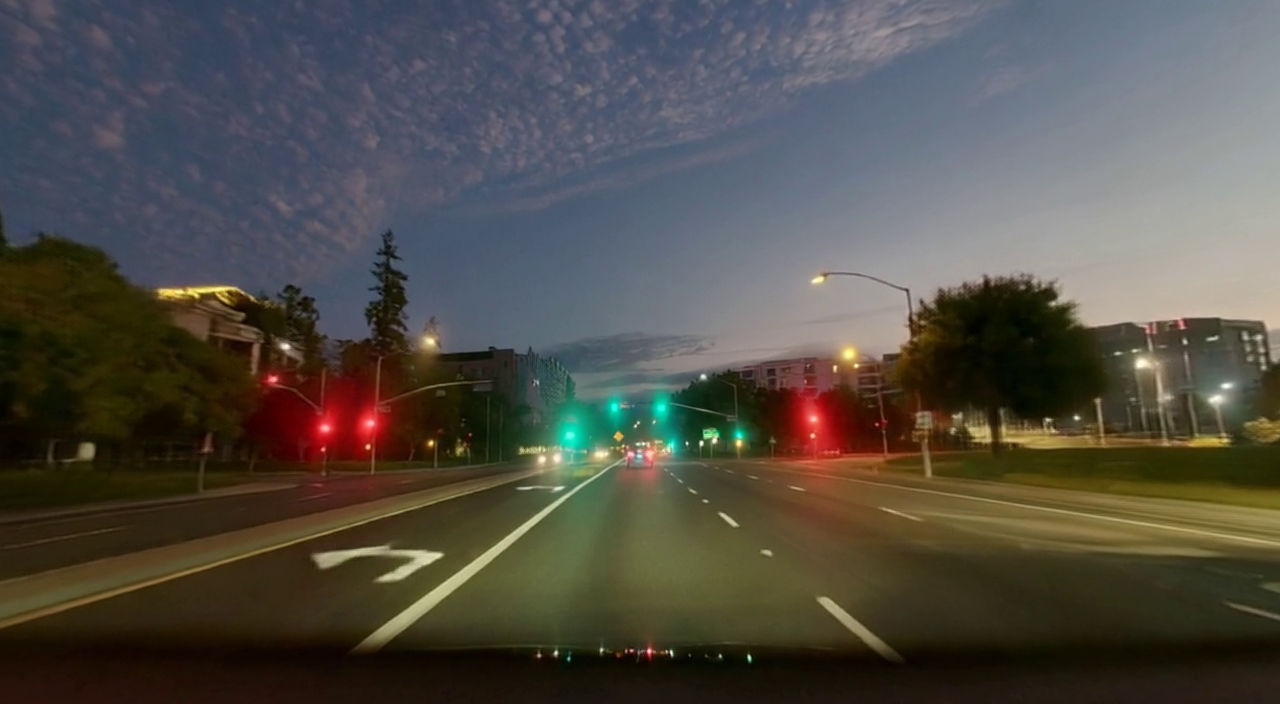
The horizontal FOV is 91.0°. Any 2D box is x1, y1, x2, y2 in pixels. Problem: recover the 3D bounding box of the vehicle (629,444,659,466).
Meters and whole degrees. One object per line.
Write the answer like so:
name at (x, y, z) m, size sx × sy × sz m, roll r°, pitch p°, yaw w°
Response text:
vehicle at (0.312, 7.405, 45.262) m, size 2.064 × 1.477 × 3.968 m, roll 0°, pitch -8°, yaw 1°
